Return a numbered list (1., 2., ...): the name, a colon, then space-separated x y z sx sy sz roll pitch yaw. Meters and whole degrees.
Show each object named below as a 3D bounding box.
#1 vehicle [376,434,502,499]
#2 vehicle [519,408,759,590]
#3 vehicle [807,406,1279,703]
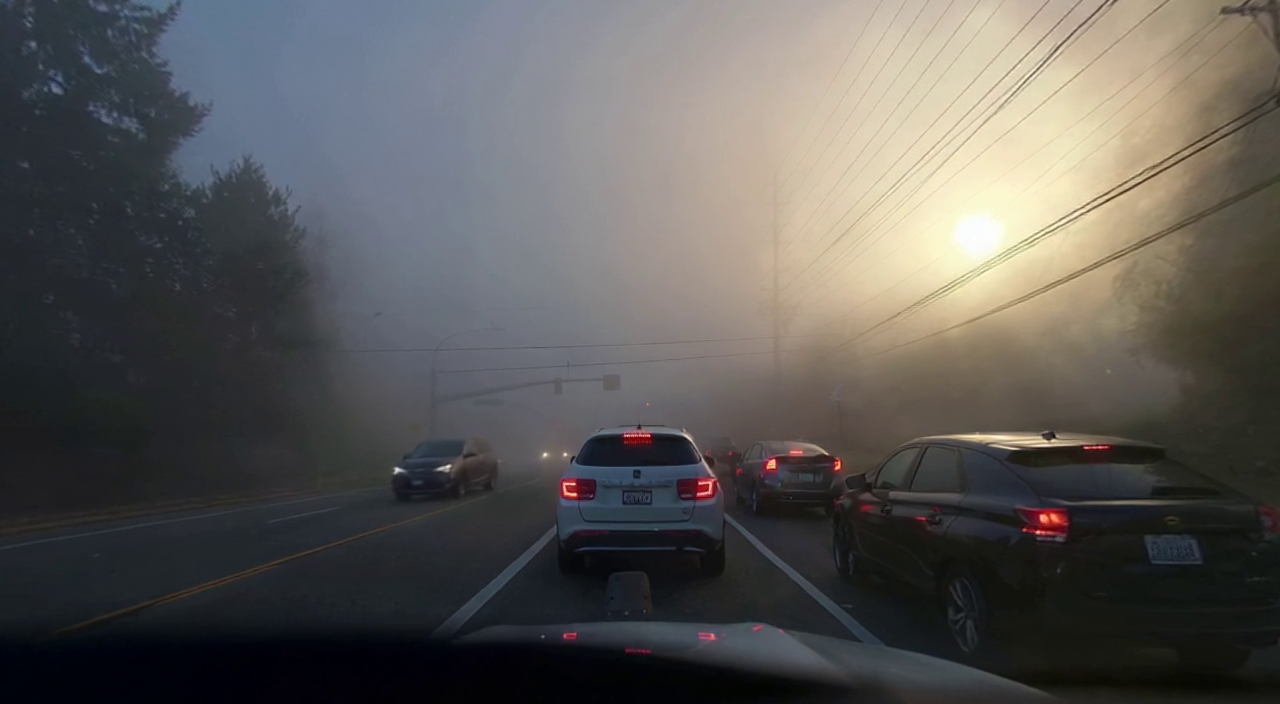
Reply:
1. vehicle: -6.051 3.494 19.719 2.253 1.751 4.700 -1 -8 1
2. vehicle: 0.006 1.660 7.922 2.200 1.653 4.127 0 -8 1
3. vehicle: 2.889 1.305 4.993 1.950 1.487 4.275 0 -8 0
